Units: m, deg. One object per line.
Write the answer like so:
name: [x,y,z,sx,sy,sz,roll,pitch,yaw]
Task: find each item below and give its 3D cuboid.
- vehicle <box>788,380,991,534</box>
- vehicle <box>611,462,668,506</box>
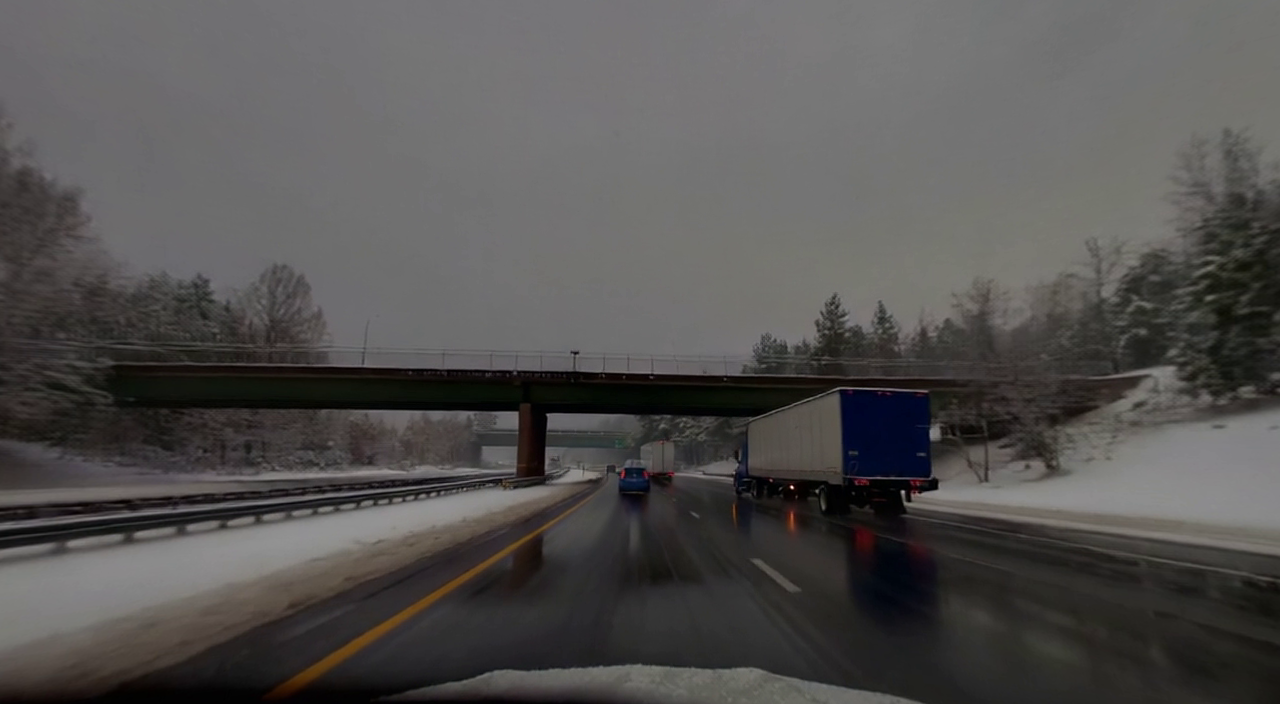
vehicle: [7.011,3.279,19.455,2.839,3.684,8.091,1,-11,-1]
vehicle: [-0.032,5.199,24.977,2.067,1.552,3.601,1,-11,0]
